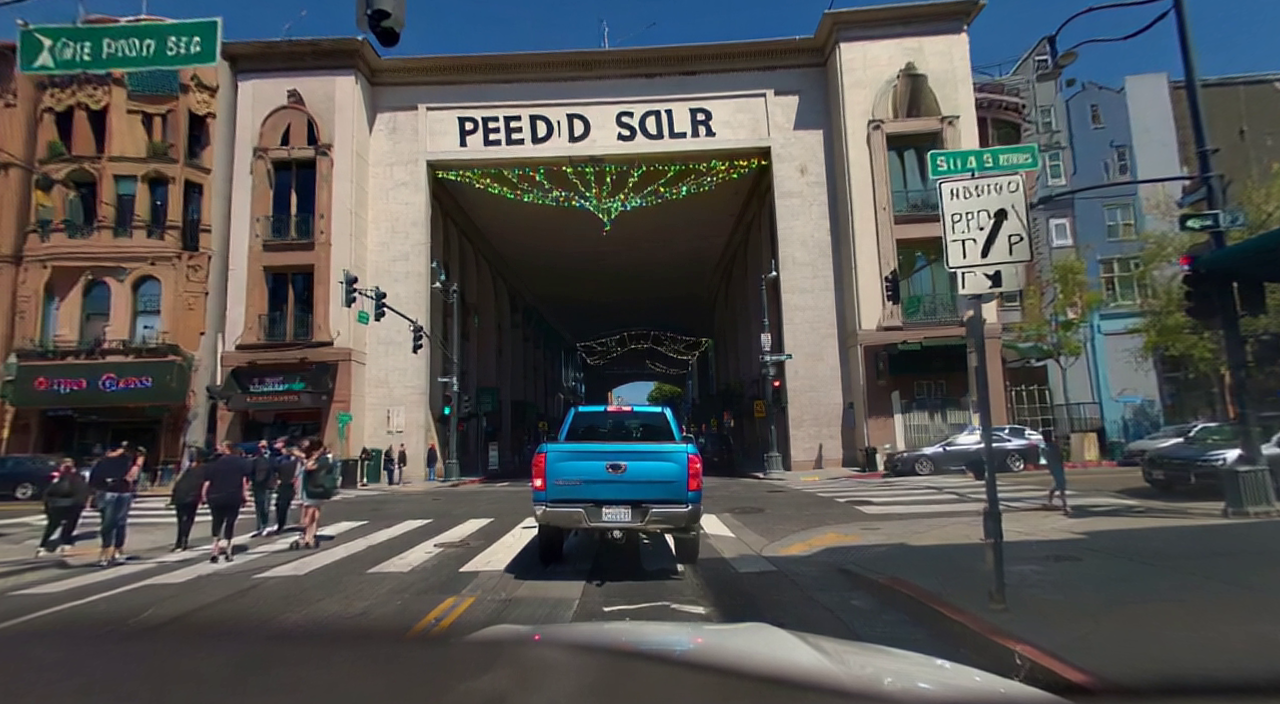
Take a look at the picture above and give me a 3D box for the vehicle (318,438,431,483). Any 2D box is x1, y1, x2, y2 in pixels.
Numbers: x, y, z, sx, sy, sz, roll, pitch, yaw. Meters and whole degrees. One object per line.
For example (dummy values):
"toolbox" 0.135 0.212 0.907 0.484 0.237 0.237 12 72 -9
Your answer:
"vehicle" -13.134 5.370 31.376 4.799 1.909 2.011 -3 -7 3

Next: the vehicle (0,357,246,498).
"vehicle" -22.188 2.719 22.529 13.729 4.662 3.300 0 -9 0

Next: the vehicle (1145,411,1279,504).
"vehicle" 13.065 2.024 12.456 4.082 1.613 2.211 -3 -12 -1

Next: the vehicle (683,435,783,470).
"vehicle" 4.311 4.739 29.808 4.515 1.583 1.920 -1 -8 3

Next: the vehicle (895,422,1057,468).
"vehicle" 11.650 3.257 22.088 4.600 1.506 1.878 0 -9 -2

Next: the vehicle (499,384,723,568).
"vehicle" -0.469 1.781 9.858 2.477 2.020 5.534 0 -8 -3

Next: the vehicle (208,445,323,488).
"vehicle" -18.614 5.681 31.478 4.398 2.057 1.959 0 -8 -2

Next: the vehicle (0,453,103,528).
"vehicle" -16.034 3.293 15.244 4.039 1.654 2.092 0 -8 -3
